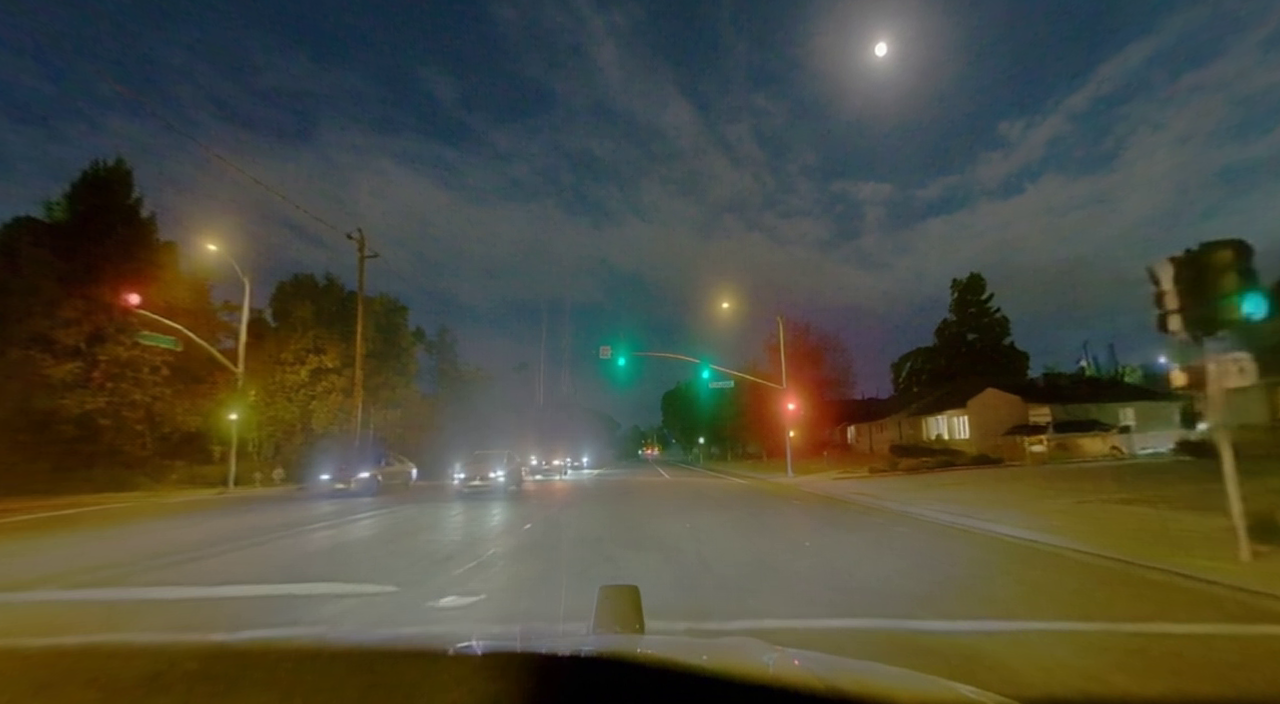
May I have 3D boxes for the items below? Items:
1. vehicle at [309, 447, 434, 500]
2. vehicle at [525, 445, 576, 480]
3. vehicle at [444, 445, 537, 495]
[{"bbox_3d":[-8.391,3.800,20.262,1.985,1.475,4.383,0,-8,1],"label":"vehicle"},{"bbox_3d":[-4.544,5.668,32.710,1.999,1.652,3.962,0,-8,1],"label":"vehicle"},{"bbox_3d":[-4.744,3.783,20.748,2.003,1.462,4.220,0,-8,0],"label":"vehicle"}]
